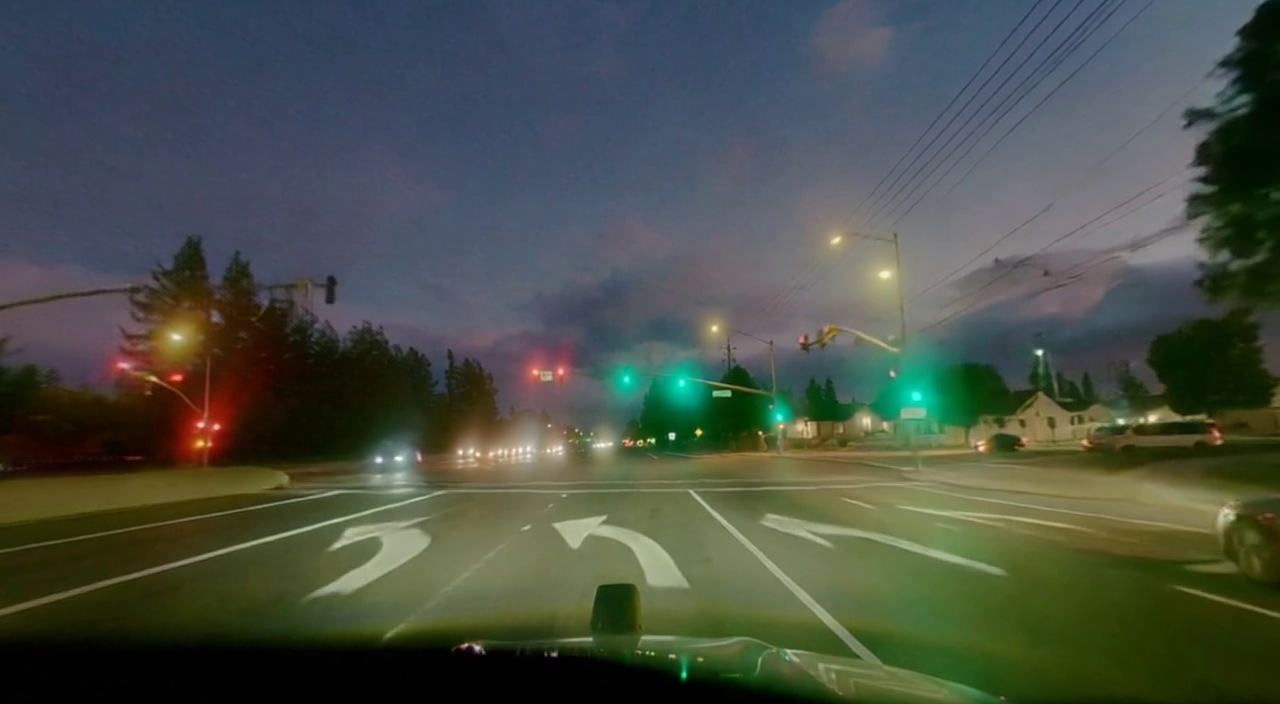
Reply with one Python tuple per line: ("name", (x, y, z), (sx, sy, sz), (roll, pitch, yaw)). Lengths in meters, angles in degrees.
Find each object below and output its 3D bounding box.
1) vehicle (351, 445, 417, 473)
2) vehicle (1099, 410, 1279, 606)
("vehicle", (-14.943, 6.255, 37.165), (2.013, 1.503, 4.682), (0, -8, -1))
("vehicle", (6.061, 1.150, 4.469), (2.113, 1.520, 4.650), (0, -8, 0))
